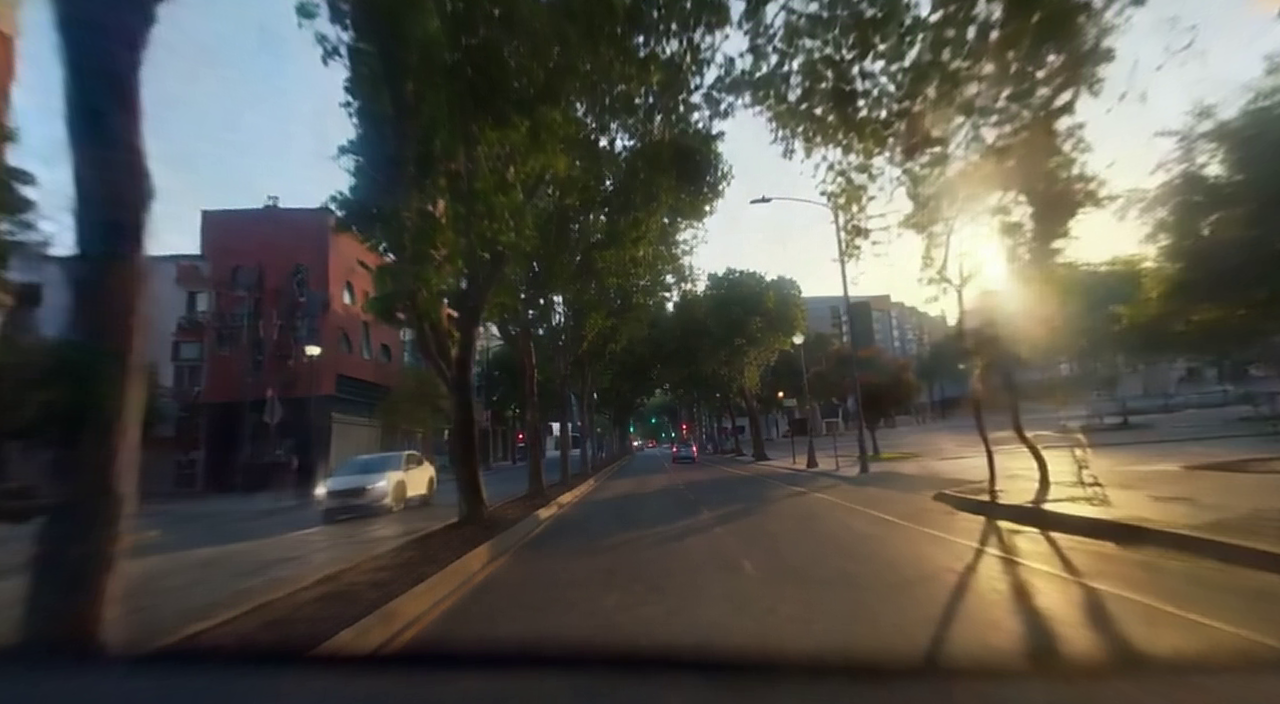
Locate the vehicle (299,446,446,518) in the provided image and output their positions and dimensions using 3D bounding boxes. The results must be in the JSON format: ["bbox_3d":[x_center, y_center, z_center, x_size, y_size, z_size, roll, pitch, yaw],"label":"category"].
[{"bbox_3d":[-7.195,3.500,17.602,2.031,1.723,4.566,0,-8,1],"label":"vehicle"}]

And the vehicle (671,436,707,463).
[{"bbox_3d":[3.286,6.611,42.859,2.129,1.719,4.205,0,-8,0],"label":"vehicle"}]
